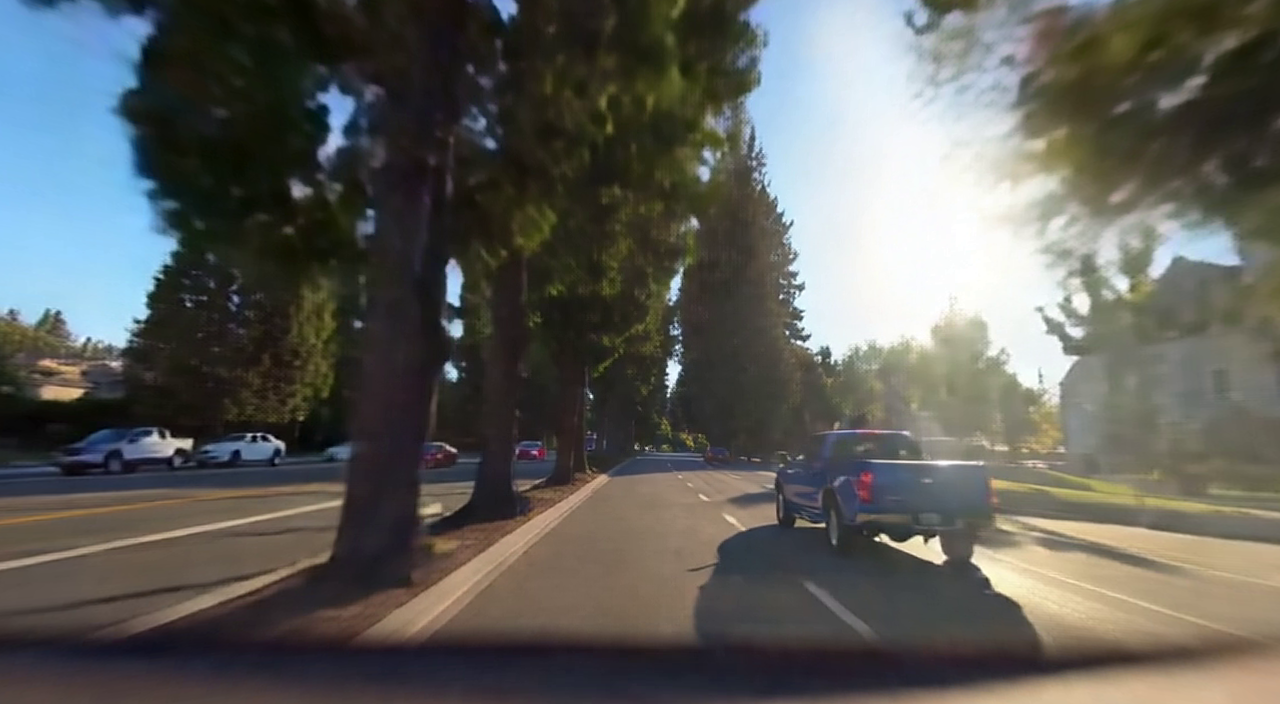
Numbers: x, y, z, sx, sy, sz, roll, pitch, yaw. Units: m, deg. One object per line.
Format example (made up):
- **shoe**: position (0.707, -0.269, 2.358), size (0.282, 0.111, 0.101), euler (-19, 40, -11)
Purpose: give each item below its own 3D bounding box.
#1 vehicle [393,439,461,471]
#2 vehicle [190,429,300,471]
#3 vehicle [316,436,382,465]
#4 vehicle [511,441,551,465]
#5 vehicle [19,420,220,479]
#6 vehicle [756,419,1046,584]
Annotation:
- **vehicle**: position (-10.937, 5.316, 32.720), size (1.999, 1.519, 4.249), euler (0, -9, 1)
- **vehicle**: position (-18.498, 4.624, 29.844), size (2.051, 1.821, 4.721), euler (0, -9, 1)
- **vehicle**: position (-18.606, 6.315, 40.577), size (2.025, 1.766, 4.620), euler (0, -9, 0)
- **vehicle**: position (-7.895, 7.342, 46.079), size (2.121, 1.639, 4.525), euler (0, -9, 0)
- **vehicle**: position (-18.618, 3.564, 23.112), size (2.398, 1.883, 5.729), euler (0, -9, 1)
- **vehicle**: position (3.182, 1.923, 9.004), size (2.108, 1.712, 4.616), euler (0, -9, -1)
